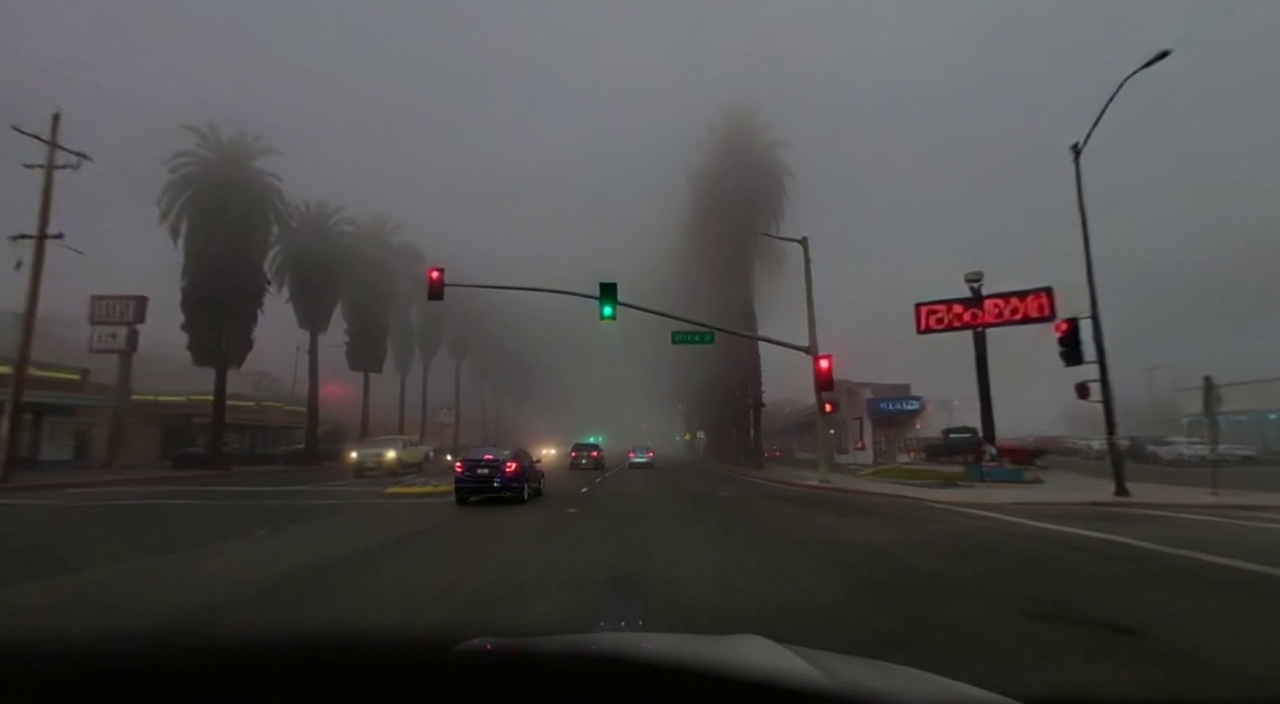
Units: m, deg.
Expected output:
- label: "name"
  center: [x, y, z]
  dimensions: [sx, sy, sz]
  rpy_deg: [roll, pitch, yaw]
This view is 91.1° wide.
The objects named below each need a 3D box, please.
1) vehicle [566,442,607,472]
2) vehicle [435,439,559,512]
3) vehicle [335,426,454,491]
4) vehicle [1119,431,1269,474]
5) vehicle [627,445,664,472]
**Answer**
- label: "vehicle"
  center: [-3.012, 6.020, 36.338]
  dimensions: [1.979, 1.634, 3.957]
  rpy_deg: [0, -8, 1]
- label: "vehicle"
  center: [-3.292, 2.908, 15.427]
  dimensions: [1.904, 1.513, 4.410]
  rpy_deg: [0, -8, 2]
- label: "vehicle"
  center: [-8.267, 3.630, 21.743]
  dimensions: [2.058, 1.929, 5.123]
  rpy_deg: [-1, -8, 0]
- label: "vehicle"
  center: [22.853, 4.148, 26.027]
  dimensions: [4.415, 1.622, 1.955]
  rpy_deg: [-8, -12, 44]
- label: "vehicle"
  center: [0.312, 6.381, 37.958]
  dimensions: [2.094, 1.496, 4.070]
  rpy_deg: [0, -8, 0]
